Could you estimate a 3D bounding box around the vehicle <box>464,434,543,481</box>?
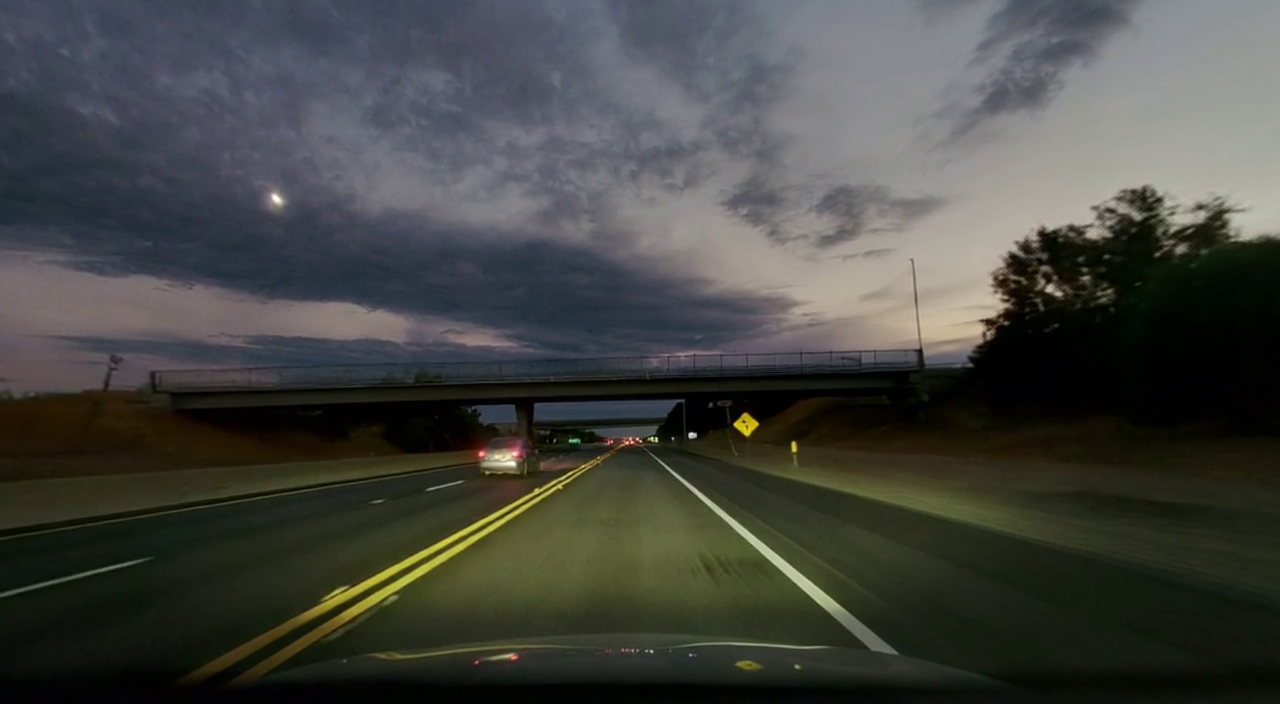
[{"bbox_3d":[-4.751,3.701,22.459,1.965,1.513,3.774,0,-8,0],"label":"vehicle"}]
